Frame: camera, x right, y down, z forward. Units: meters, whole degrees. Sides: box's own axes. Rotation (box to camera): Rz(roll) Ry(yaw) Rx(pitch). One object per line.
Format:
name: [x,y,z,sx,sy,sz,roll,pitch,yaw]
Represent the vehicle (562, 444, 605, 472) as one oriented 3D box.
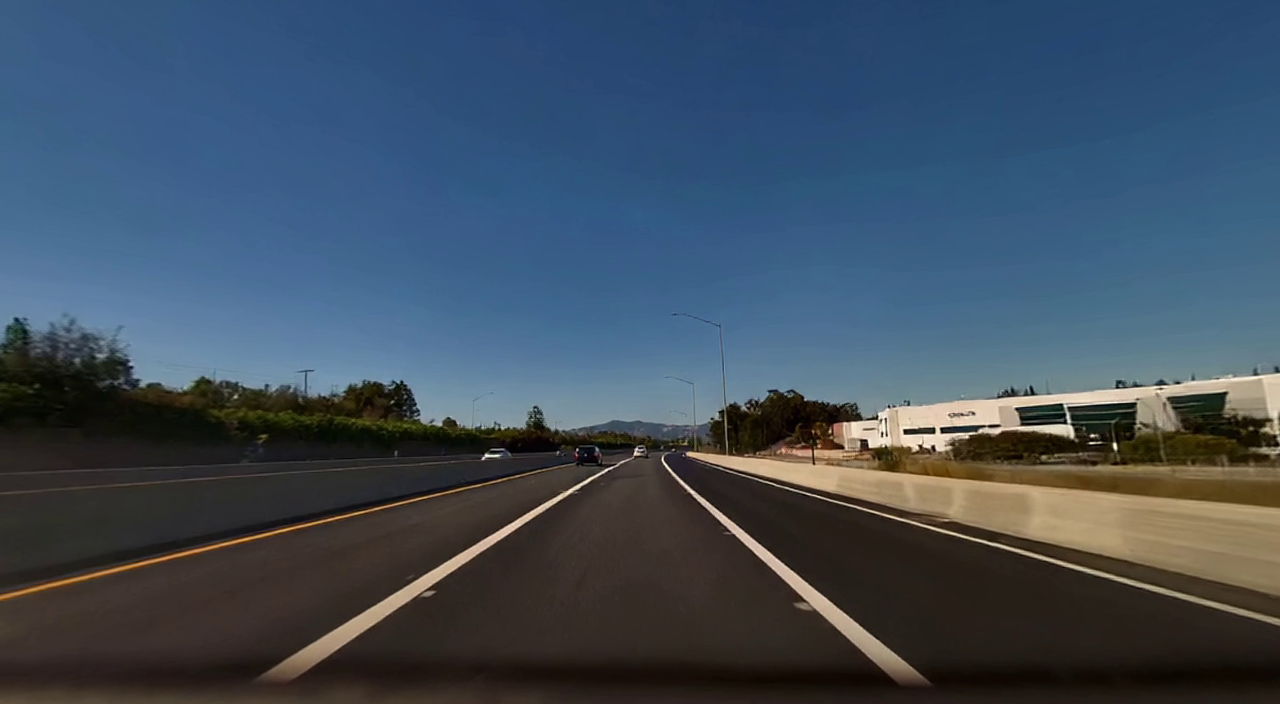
vehicle: [-3.522,6.766,40.187,2.268,1.600,4.724,-1,-9,1]
